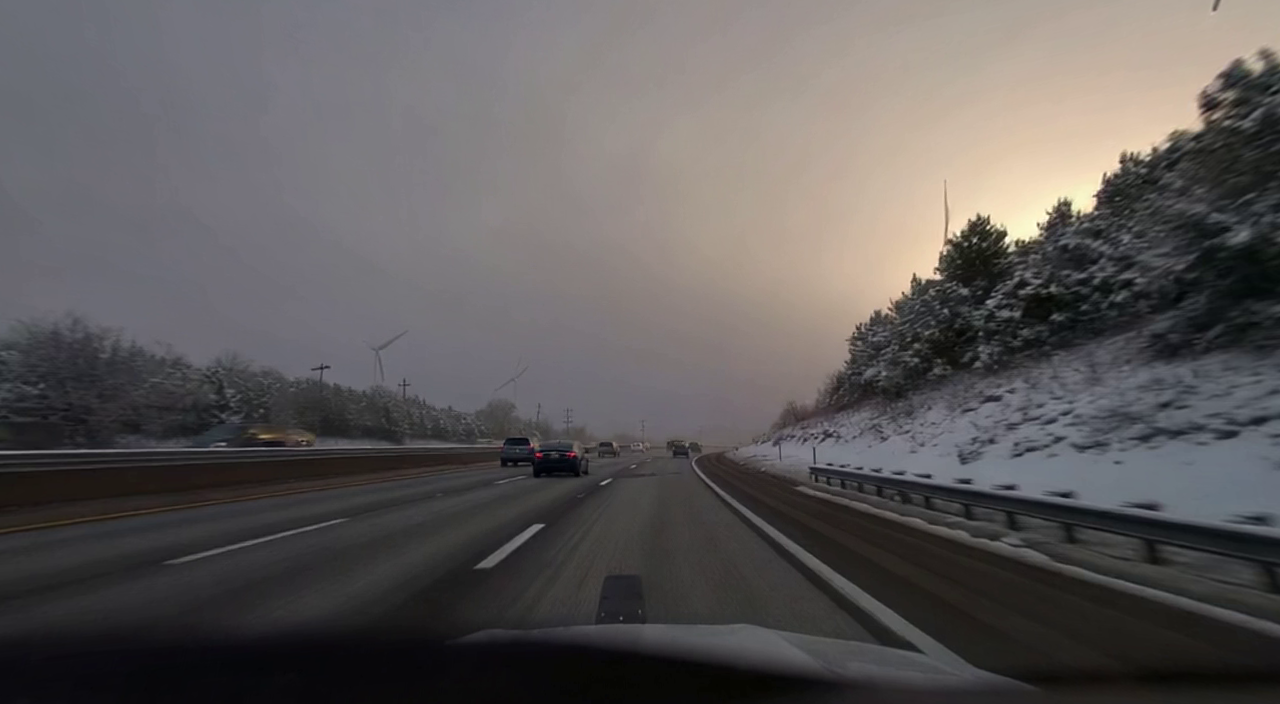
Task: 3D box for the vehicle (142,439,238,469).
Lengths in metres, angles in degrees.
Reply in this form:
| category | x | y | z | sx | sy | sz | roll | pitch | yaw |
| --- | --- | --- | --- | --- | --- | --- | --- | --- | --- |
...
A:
| category | x | y | z | sx | sy | sz | roll | pitch | yaw |
| --- | --- | --- | --- | --- | --- | --- | --- | --- | --- |
| vehicle | -24.145 | 5.488 | 34.003 | 1.900 | 1.482 | 4.257 | 0 | -9 | 3 |

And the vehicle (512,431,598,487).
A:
| category | x | y | z | sx | sy | sz | roll | pitch | yaw |
| --- | --- | --- | --- | --- | --- | --- | --- | --- | --- |
| vehicle | -2.741 | 3.597 | 21.461 | 2.118 | 1.702 | 4.355 | 0 | -9 | 3 |

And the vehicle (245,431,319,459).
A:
| category | x | y | z | sx | sy | sz | roll | pitch | yaw |
| --- | --- | --- | --- | --- | --- | --- | --- | --- | --- |
| vehicle | -26.625 | 6.946 | 47.112 | 2.098 | 1.937 | 5.374 | -1 | -9 | 4 |
